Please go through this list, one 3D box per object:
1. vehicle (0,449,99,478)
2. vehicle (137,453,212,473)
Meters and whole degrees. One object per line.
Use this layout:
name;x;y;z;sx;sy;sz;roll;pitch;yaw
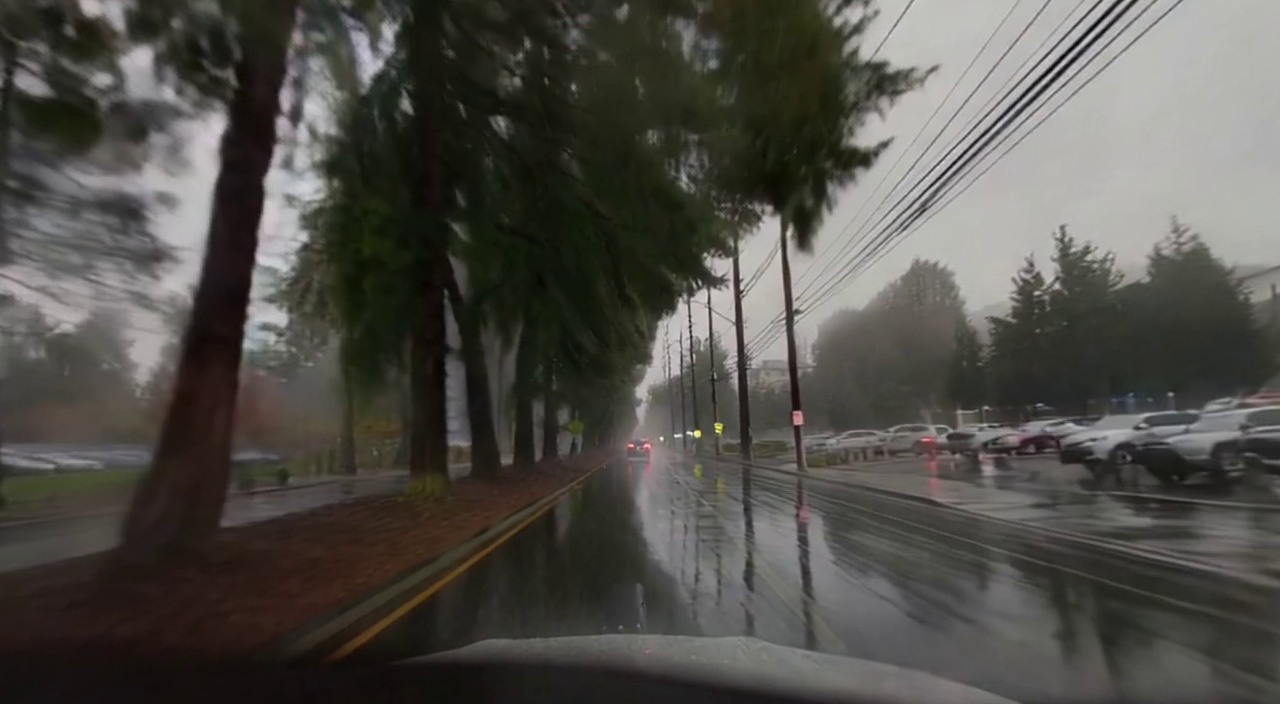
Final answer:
vehicle;-33.372;6.220;35.450;4.207;1.518;1.948;-1;-8;1
vehicle;-33.903;8.079;46.095;4.035;1.392;1.952;-1;-9;6
